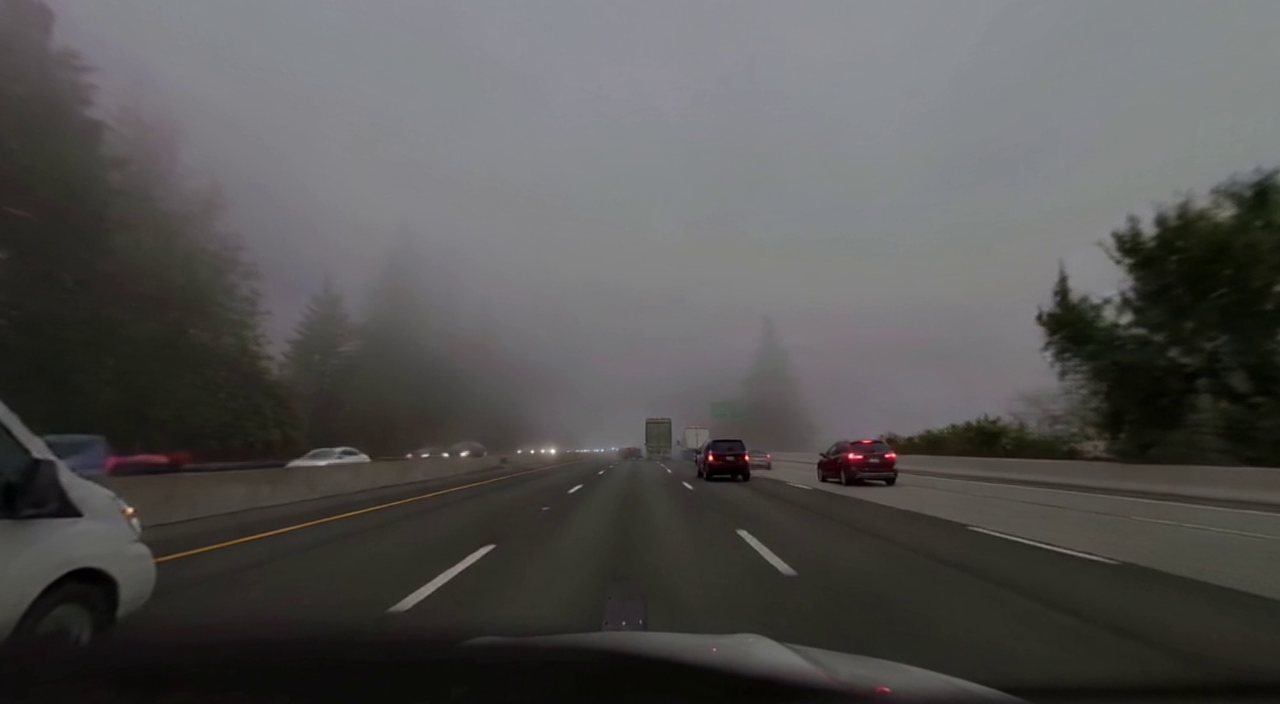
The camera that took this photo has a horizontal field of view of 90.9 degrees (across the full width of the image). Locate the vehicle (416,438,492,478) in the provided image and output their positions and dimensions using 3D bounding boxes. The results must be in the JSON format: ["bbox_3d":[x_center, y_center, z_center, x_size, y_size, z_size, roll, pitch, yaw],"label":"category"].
[{"bbox_3d":[-8.529,4.882,29.364,2.112,1.672,4.433,0,-8,1],"label":"vehicle"}]

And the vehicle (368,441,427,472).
[{"bbox_3d":[-15.957,6.869,41.755,2.000,1.903,4.657,0,-8,1],"label":"vehicle"}]

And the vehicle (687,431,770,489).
[{"bbox_3d":[3.046,3.854,22.919,2.209,1.862,4.717,0,-8,-1],"label":"vehicle"}]

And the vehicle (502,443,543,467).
[{"bbox_3d":[-8.255,7.263,44.529,1.959,1.584,4.421,0,-8,1],"label":"vehicle"}]

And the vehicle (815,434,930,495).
[{"bbox_3d":[7.280,3.547,20.285,1.976,1.703,4.288,0,-8,-1],"label":"vehicle"}]

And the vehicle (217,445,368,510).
[{"bbox_3d":[-8.762,3.154,16.322,1.833,1.441,3.593,0,-8,0],"label":"vehicle"}]
